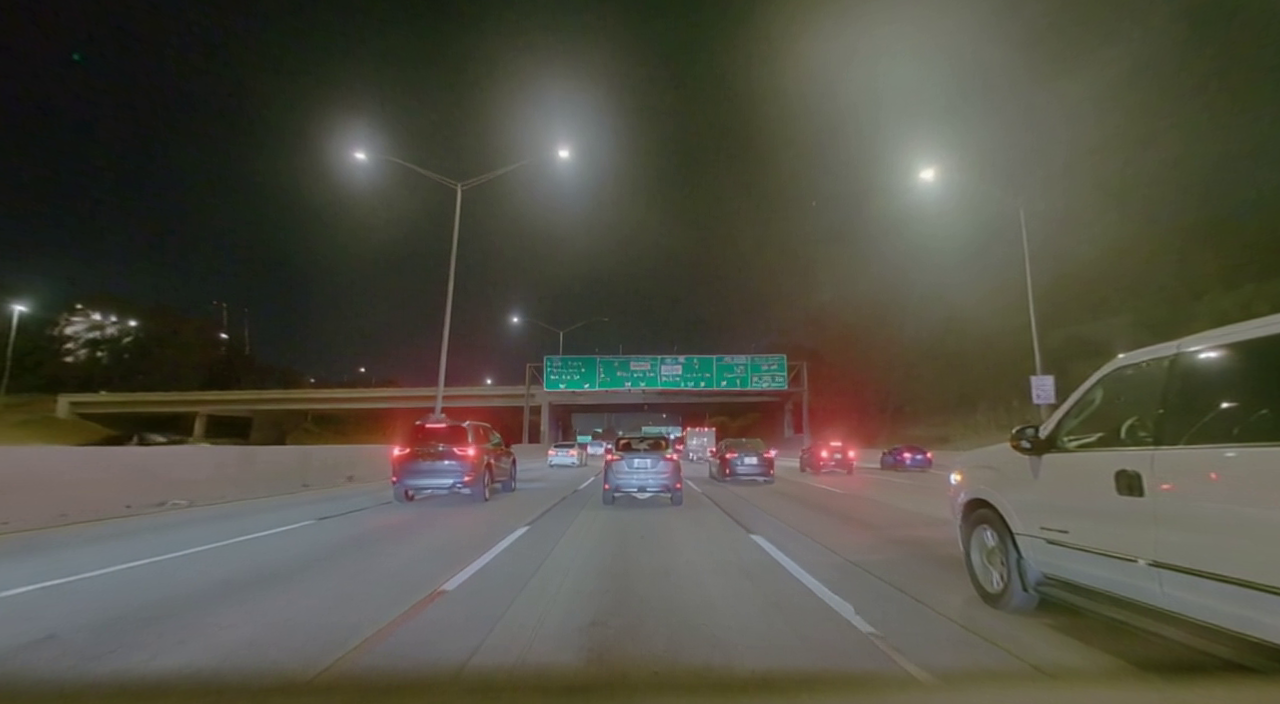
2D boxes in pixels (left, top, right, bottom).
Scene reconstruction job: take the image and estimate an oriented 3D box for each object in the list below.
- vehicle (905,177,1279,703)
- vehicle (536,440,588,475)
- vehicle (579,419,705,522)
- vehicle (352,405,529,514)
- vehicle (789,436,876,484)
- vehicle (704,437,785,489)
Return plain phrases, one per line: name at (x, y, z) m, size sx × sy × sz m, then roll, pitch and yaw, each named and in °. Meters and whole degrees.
vehicle at (3.474, 0.577, 2.768) m, size 2.300 × 2.242 × 5.327 m, roll 0°, pitch -9°, yaw 0°
vehicle at (-3.961, 5.451, 32.770) m, size 1.982 × 1.655 × 4.604 m, roll 0°, pitch -9°, yaw 1°
vehicle at (0.053, 2.381, 13.104) m, size 2.181 × 1.756 × 4.167 m, roll 0°, pitch -9°, yaw 0°
vehicle at (-4.453, 2.563, 15.440) m, size 2.212 × 2.101 × 6.052 m, roll 0°, pitch -9°, yaw 1°
vehicle at (7.675, 4.354, 25.685) m, size 2.054 × 1.769 × 4.693 m, roll 0°, pitch -9°, yaw 0°
vehicle at (3.543, 3.852, 22.222) m, size 2.022 × 1.633 × 4.651 m, roll 1°, pitch -9°, yaw -1°
